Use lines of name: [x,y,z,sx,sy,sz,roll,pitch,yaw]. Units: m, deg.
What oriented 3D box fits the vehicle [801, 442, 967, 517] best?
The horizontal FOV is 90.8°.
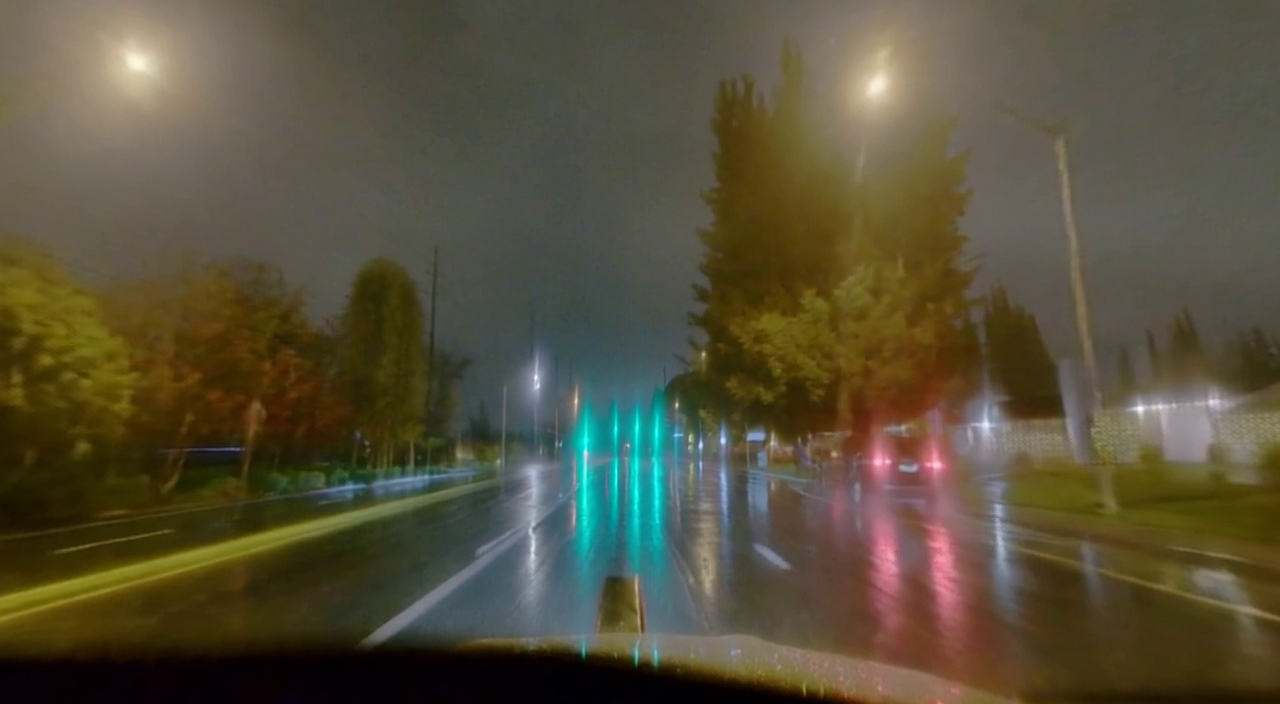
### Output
vehicle: [5.974,3.185,16.294,2.282,1.566,4.705,-1,-9,-1]
